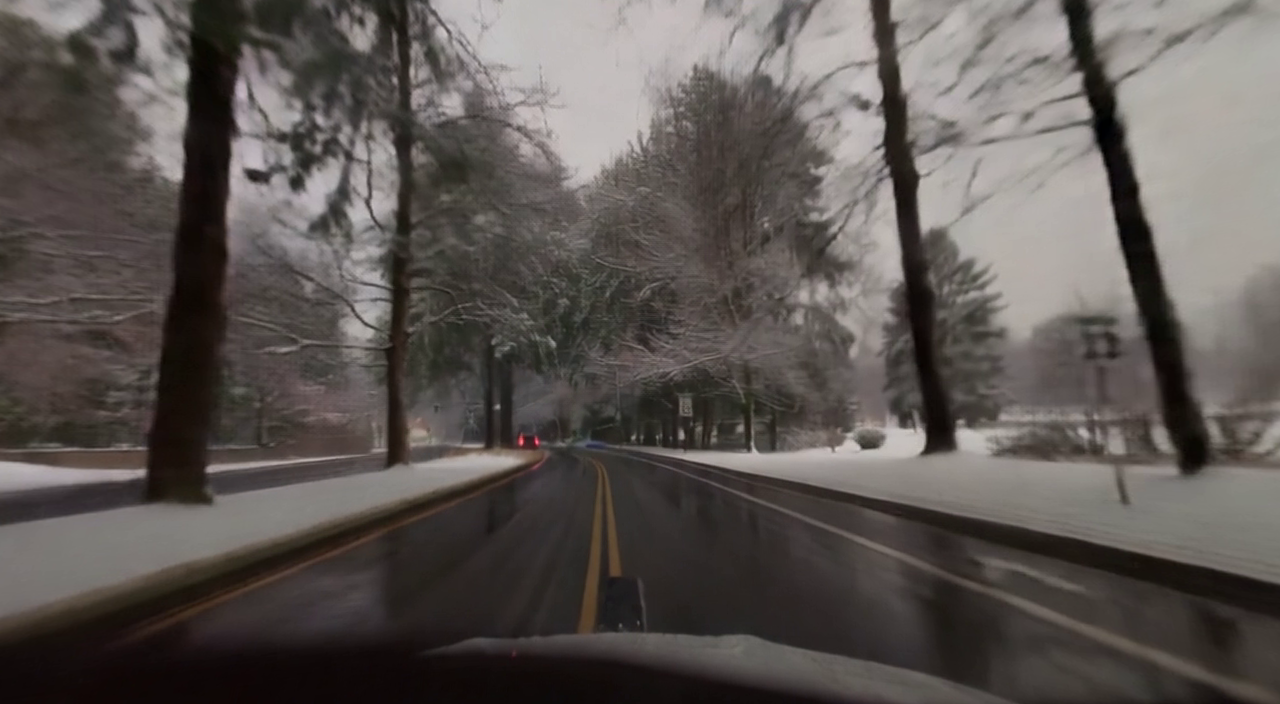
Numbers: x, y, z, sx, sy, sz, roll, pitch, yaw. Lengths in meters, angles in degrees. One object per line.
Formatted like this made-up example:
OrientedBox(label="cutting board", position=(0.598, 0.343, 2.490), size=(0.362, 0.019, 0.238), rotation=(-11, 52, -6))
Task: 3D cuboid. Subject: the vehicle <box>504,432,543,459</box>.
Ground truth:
OrientedBox(label="vehicle", position=(-8.458, 6.911, 46.590), size=(2.267, 1.849, 6.402), rotation=(1, -9, -6))
